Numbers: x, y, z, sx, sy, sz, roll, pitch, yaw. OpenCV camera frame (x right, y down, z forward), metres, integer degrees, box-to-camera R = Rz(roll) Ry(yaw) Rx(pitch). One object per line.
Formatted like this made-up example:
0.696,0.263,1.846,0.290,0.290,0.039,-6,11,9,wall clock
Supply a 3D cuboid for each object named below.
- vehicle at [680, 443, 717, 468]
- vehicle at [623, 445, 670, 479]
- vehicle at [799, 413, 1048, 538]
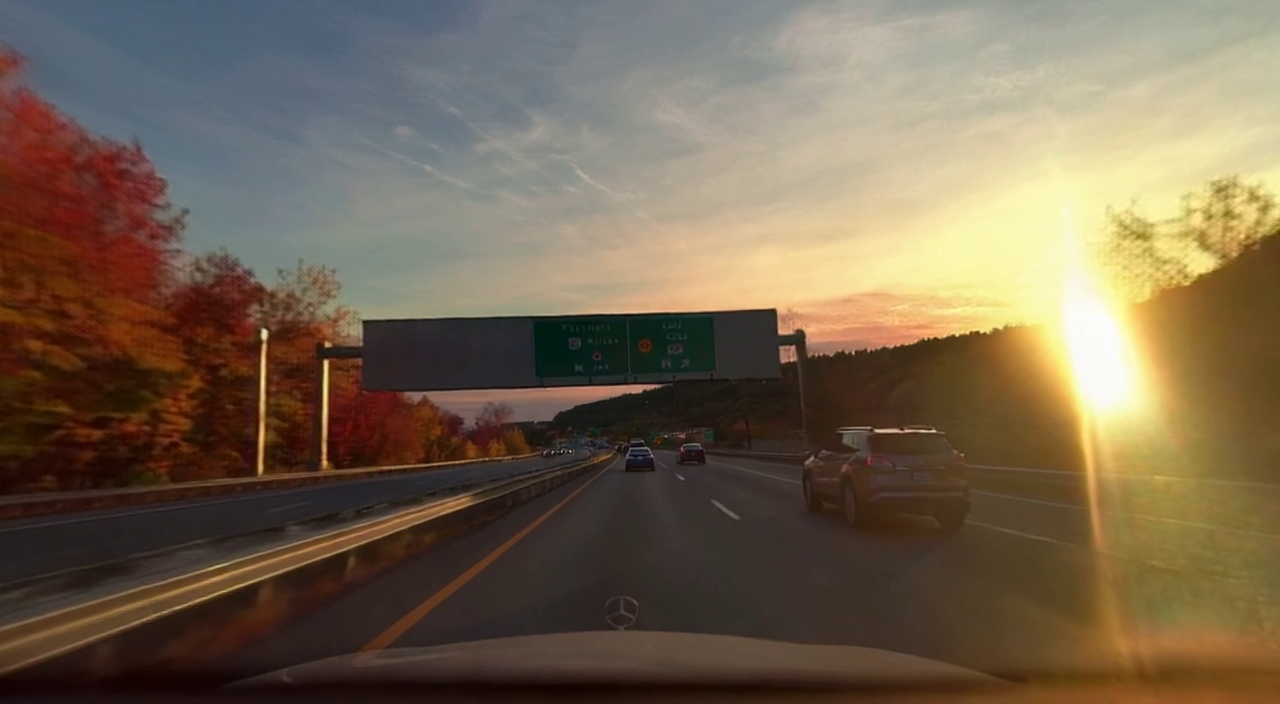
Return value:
3.767,6.751,40.974,1.959,1.528,4.207,0,-9,-1,vehicle
0.236,5.027,28.885,2.037,1.418,3.793,0,-9,-1,vehicle
4.535,2.070,11.017,2.250,1.718,4.358,0,-9,-1,vehicle
